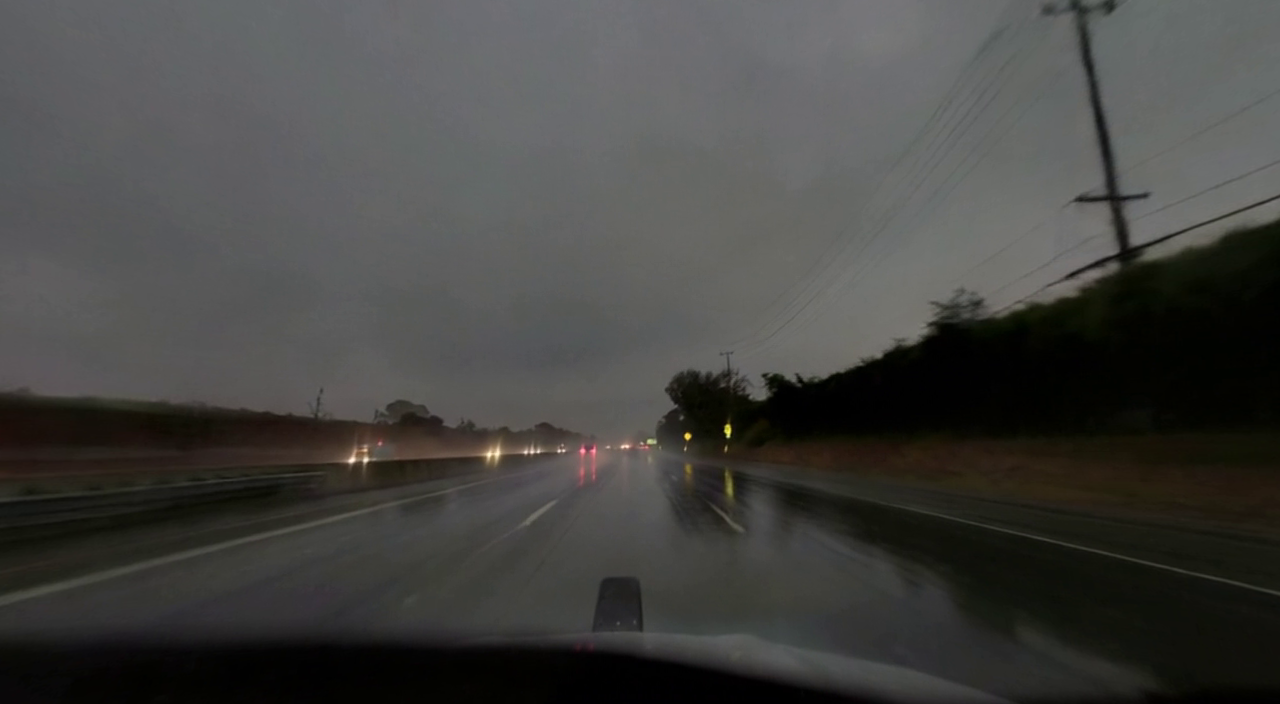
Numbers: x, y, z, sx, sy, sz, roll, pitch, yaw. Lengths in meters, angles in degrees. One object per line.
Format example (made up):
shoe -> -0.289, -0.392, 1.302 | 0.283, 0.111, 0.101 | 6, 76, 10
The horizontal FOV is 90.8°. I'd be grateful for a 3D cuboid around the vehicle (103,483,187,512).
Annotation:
vehicle -> -33.493, 9.827, 42.899 | 1.878, 1.527, 4.770 | 0, -8, -1
